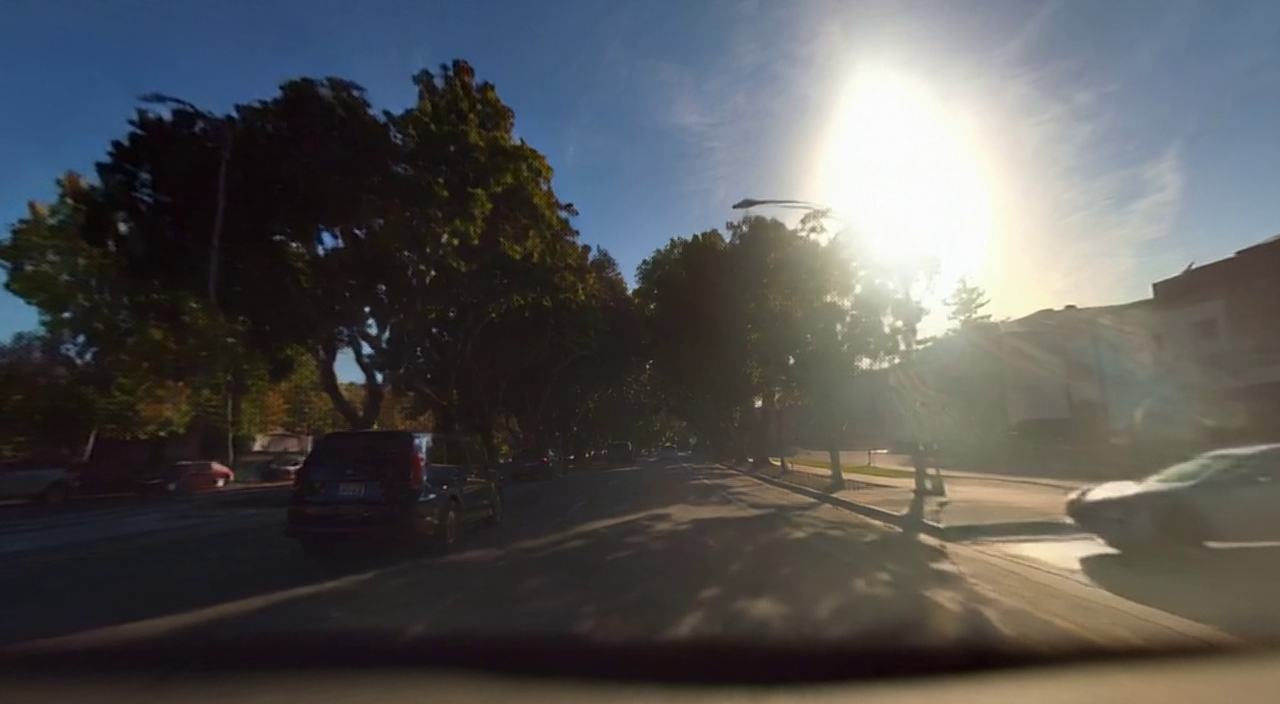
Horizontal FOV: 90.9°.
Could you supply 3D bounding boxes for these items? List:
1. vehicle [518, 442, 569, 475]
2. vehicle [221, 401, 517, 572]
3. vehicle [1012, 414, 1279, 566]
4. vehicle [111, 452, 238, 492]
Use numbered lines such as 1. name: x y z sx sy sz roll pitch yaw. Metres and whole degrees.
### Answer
1. vehicle: -5.377 5.962 35.565 1.985 1.708 4.310 -1 -9 3
2. vehicle: -3.253 1.722 8.785 2.123 1.761 4.322 0 -9 1
3. vehicle: 7.785 1.659 7.909 4.824 1.646 2.077 -1 -9 9
4. vehicle: -22.134 5.706 30.271 2.370 1.705 4.599 -1 -9 4
